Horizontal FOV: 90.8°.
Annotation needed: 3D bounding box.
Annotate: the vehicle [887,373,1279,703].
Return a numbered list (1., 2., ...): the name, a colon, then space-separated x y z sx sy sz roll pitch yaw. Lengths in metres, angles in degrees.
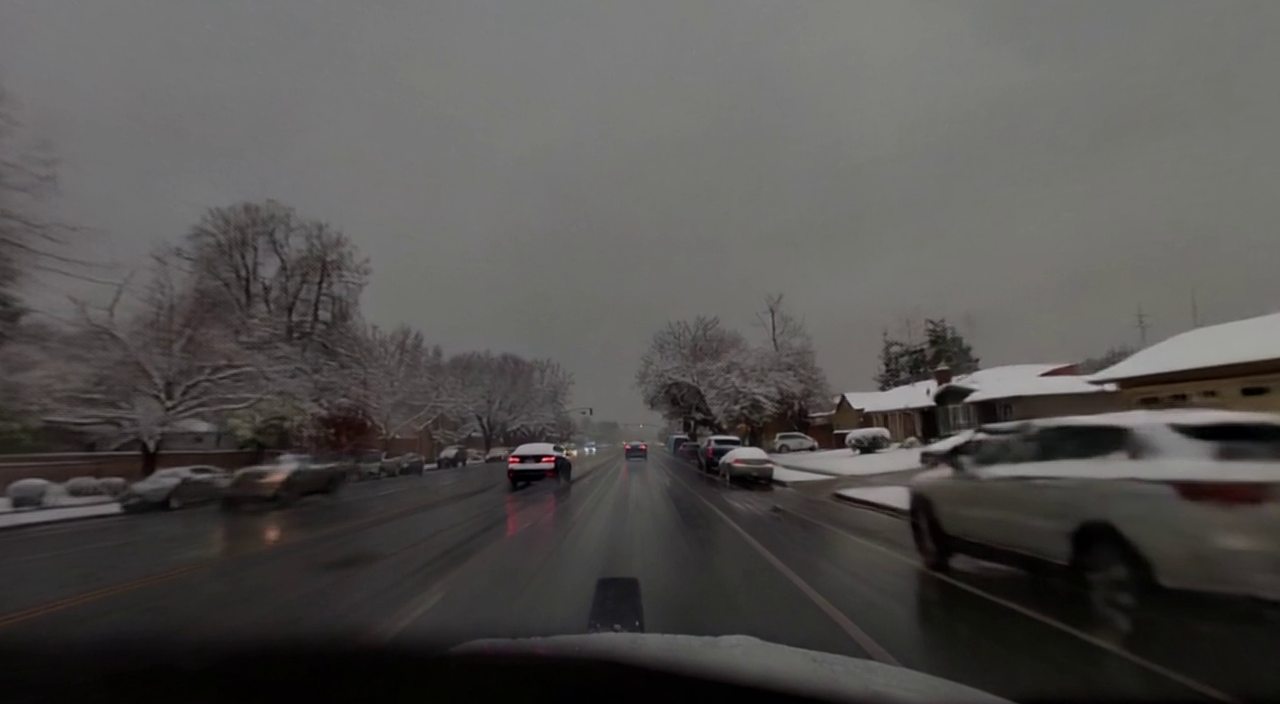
1. vehicle: 4.294 1.360 5.717 2.123 1.797 4.792 0 -9 0

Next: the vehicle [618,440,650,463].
1. vehicle: -0.405 6.789 43.277 2.088 1.495 4.048 0 -8 -1

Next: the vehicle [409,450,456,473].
1. vehicle: -14.602 7.722 44.754 1.827 1.480 4.738 0 -8 -1

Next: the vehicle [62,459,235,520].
1. vehicle: -14.515 4.041 19.023 1.847 1.494 4.189 0 -8 -1

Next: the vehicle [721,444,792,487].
1. vehicle: 4.303 4.247 23.935 1.890 1.459 4.371 0 -8 1

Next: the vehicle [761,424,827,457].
1. vehicle: 11.524 6.699 47.569 4.240 1.780 1.921 -9 -9 0

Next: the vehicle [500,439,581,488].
1. vehicle: -3.268 3.764 21.644 2.027 1.477 4.413 0 -8 1

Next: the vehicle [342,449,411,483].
1. vehicle: -14.676 6.333 35.497 1.914 1.747 4.550 0 -8 0

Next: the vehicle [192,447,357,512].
1. vehicle: -9.702 3.365 17.254 1.985 1.502 4.253 0 -8 -1
